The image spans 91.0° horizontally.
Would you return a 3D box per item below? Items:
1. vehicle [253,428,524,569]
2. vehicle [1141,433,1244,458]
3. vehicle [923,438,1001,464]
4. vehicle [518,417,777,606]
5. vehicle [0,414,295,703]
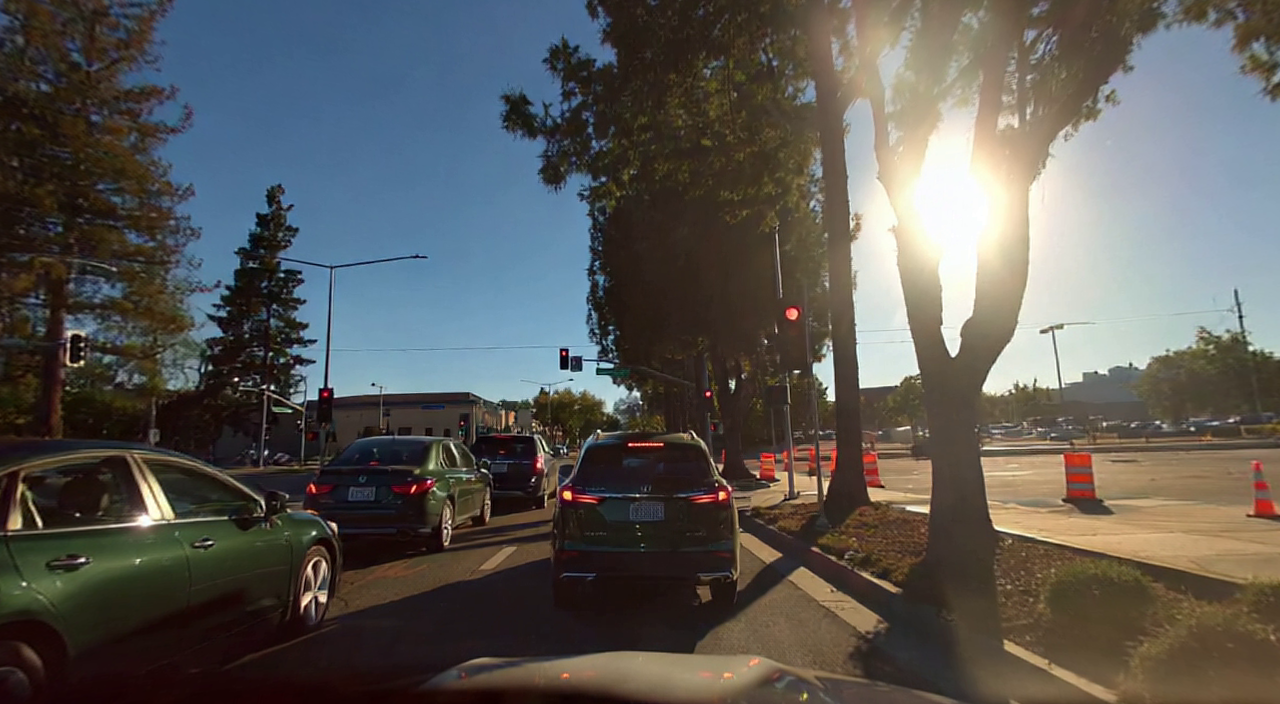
[{"bbox_3d":[-3.266,2.002,9.452,1.989,1.541,4.626,0,-9,2],"label":"vehicle"},{"bbox_3d":[35.813,6.087,40.896,4.807,1.504,1.837,0,-9,1],"label":"vehicle"},{"bbox_3d":[20.812,6.399,40.801,4.051,1.583,1.794,0,-9,1],"label":"vehicle"},{"bbox_3d":[0.108,1.623,7.216,2.167,1.560,3.676,0,-9,1],"label":"vehicle"},{"bbox_3d":[-3.592,0.944,2.162,2.064,1.497,4.722,0,-9,1],"label":"vehicle"}]
